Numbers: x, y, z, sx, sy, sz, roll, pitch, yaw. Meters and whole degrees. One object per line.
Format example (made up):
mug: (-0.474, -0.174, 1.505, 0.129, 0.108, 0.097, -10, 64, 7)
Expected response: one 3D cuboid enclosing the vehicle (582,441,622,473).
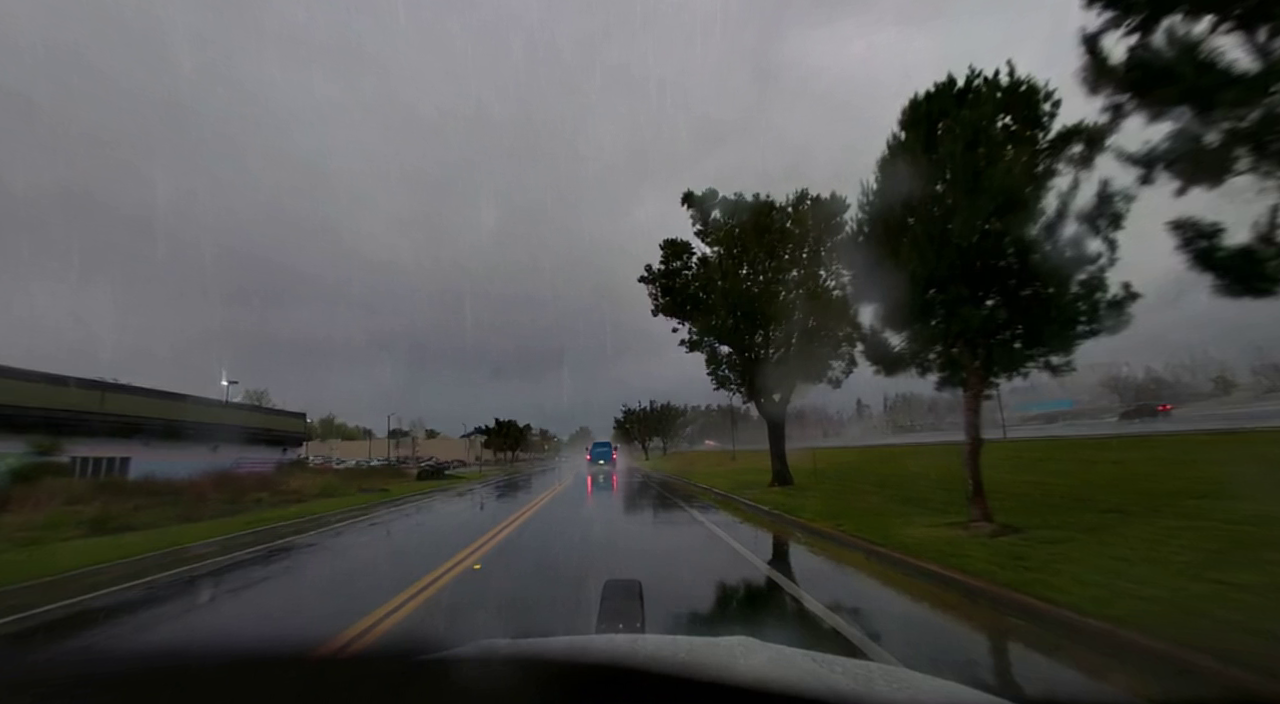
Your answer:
vehicle: (-2.644, 7.195, 43.487, 2.556, 2.063, 5.578, 1, -9, -4)
